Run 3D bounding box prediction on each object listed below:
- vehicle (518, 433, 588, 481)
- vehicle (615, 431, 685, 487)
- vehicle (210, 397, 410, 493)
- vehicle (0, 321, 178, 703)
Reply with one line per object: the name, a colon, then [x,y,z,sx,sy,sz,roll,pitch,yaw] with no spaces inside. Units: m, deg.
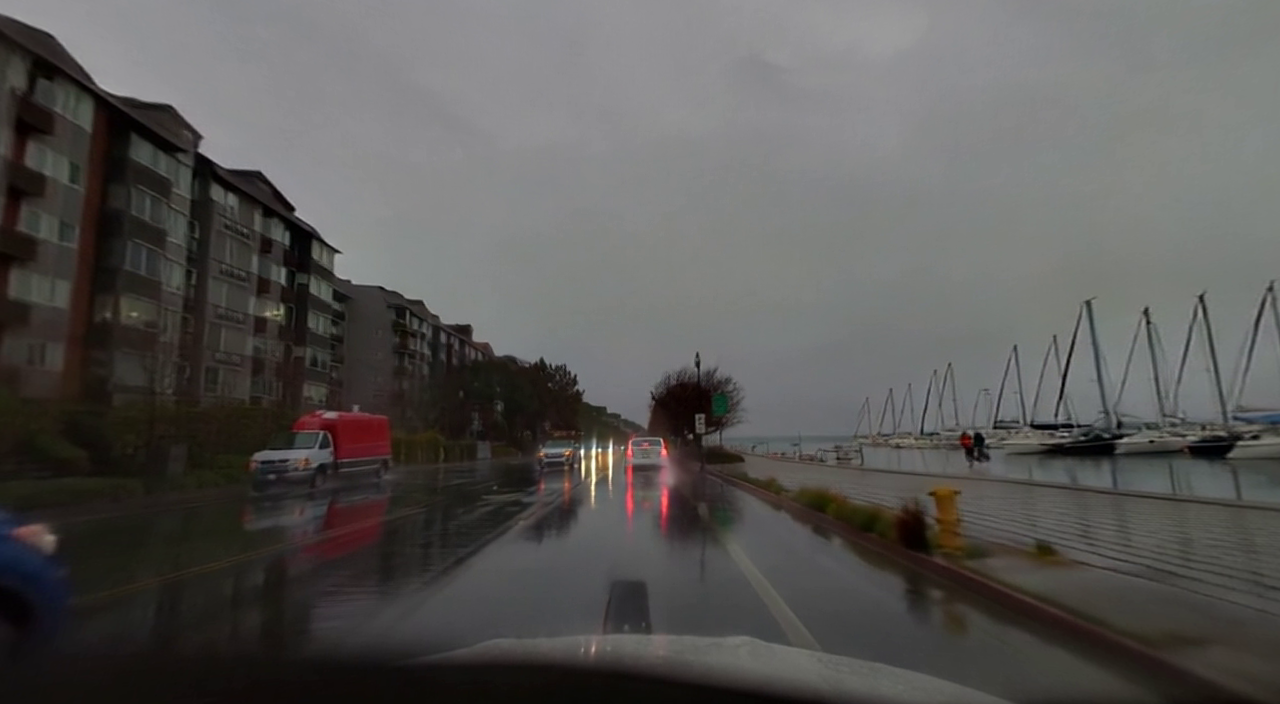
vehicle: [-3.263,4.054,24.619,2.056,1.680,4.205,-1,-8,1]
vehicle: [0.286,3.413,20.319,2.057,1.624,3.726,0,-9,0]
vehicle: [-13.182,3.934,26.617,2.924,3.288,9.352,-1,-9,3]
vehicle: [-3.561,0.577,0.947,2.082,1.817,4.724,0,-9,1]
